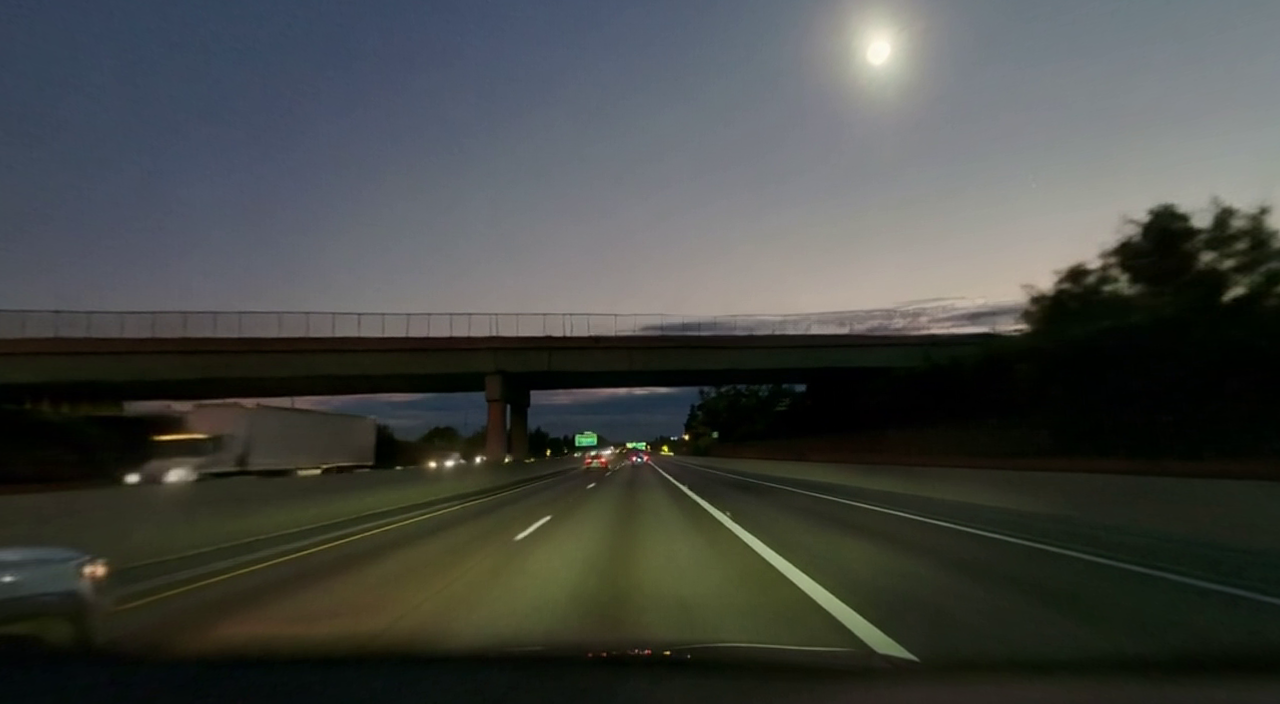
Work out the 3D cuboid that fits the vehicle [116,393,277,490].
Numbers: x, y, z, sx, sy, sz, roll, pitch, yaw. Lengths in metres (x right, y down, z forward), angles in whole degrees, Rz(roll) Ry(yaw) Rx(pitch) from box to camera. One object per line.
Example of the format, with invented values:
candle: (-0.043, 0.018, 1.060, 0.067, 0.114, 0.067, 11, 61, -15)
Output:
vehicle: (-20.103, 4.165, 29.132, 2.925, 3.996, 5.896, 0, -9, 0)
